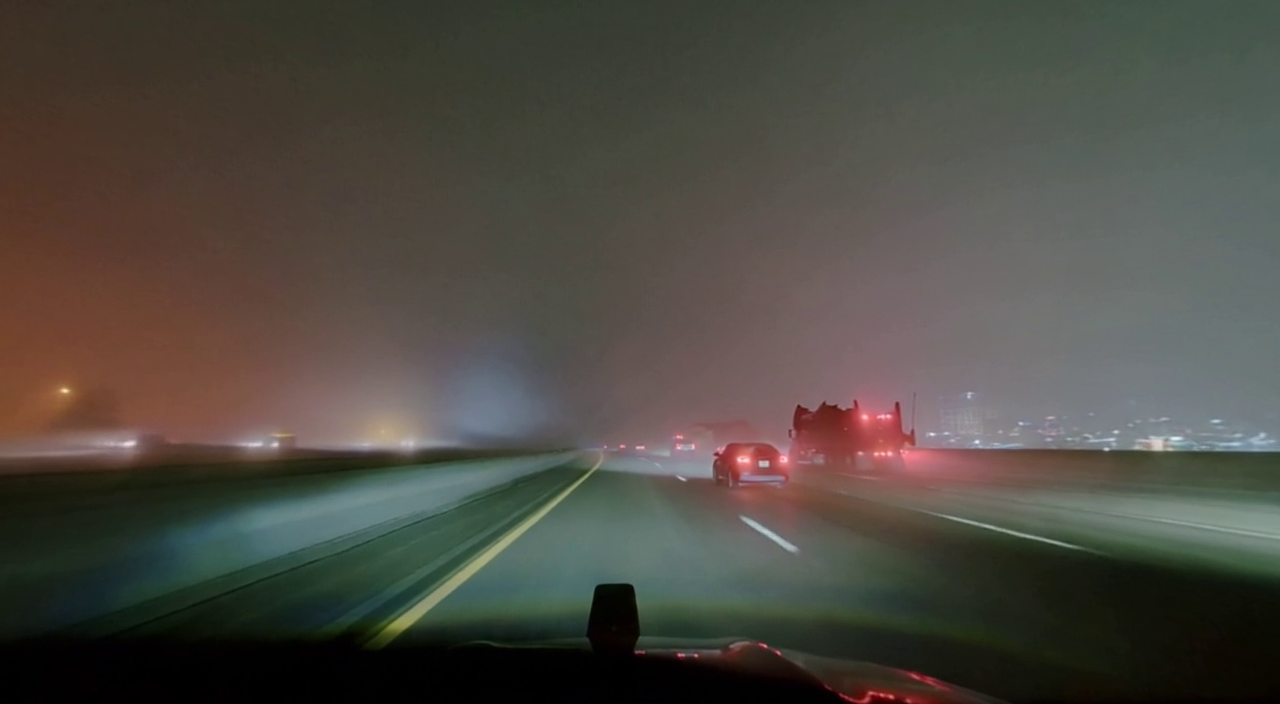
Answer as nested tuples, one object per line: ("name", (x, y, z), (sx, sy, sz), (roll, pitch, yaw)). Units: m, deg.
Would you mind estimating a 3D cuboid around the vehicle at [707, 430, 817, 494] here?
("vehicle", (3.574, 3.328, 19.489), (2.305, 1.729, 4.526), (0, -8, -2))
